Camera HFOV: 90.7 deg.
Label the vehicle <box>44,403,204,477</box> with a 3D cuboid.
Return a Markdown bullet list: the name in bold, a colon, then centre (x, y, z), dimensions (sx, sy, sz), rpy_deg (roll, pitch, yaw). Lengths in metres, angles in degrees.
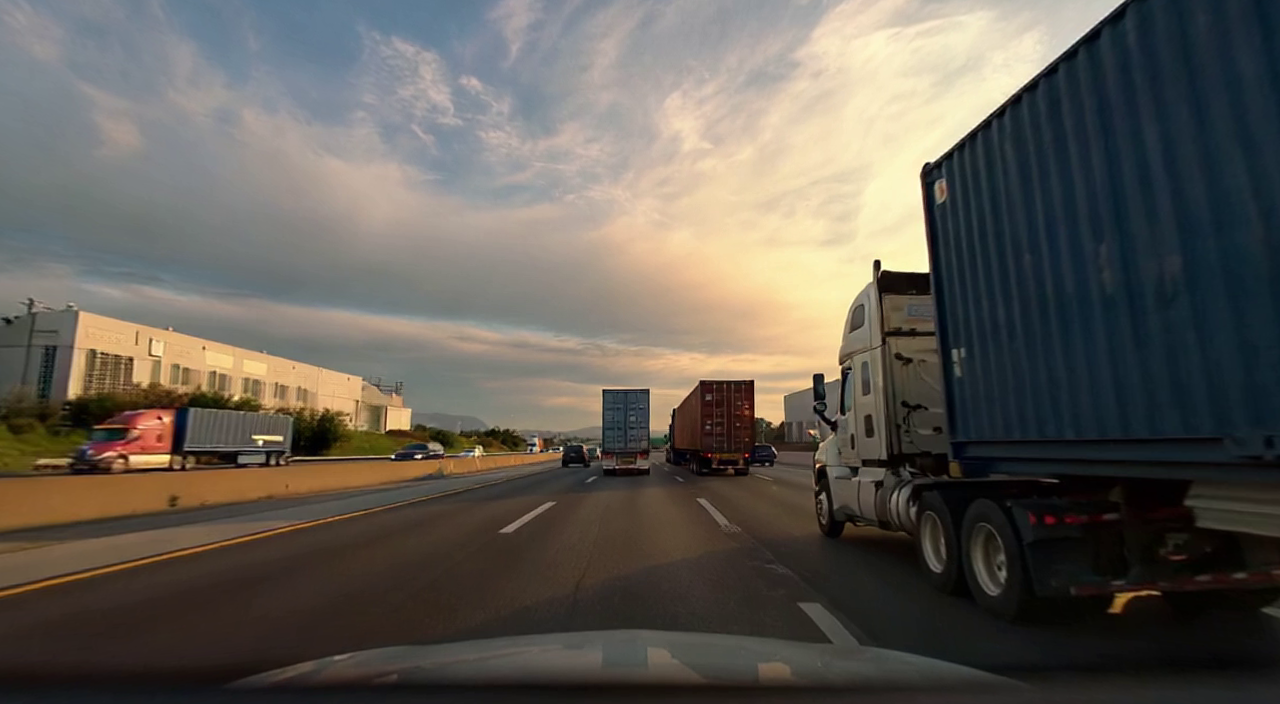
- **vehicle**: centre (-28.517, 4.968, 35.548), dimensions (2.989, 3.688, 6.884), rpy_deg (-1, -9, 0)

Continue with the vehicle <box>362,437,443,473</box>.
- **vehicle**: centre (-12.794, 5.595, 34.633), dimensions (2.179, 1.779, 5.632), rpy_deg (-1, -9, 1)

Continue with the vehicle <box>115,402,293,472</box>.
- **vehicle**: centre (-28.704, 5.883, 43.057), dimensions (2.832, 4.023, 13.121), rpy_deg (0, -9, 0)

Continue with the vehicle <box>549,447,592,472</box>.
- **vehicle**: centre (-4.279, 6.697, 39.736), dimensions (2.138, 1.478, 4.641), rpy_deg (0, -9, 0)

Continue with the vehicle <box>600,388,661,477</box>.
- **vehicle**: centre (-0.512, 4.632, 35.533), dimensions (2.841, 4.071, 12.046), rpy_deg (0, -9, -1)

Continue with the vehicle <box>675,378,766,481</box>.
- **vehicle**: centre (3.550, 4.042, 31.671), dimensions (2.803, 4.072, 12.744), rpy_deg (0, -9, 0)

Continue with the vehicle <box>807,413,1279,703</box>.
- **vehicle**: centre (3.031, 1.367, 5.316), dimensions (2.073, 1.474, 4.320), rpy_deg (0, -9, 0)
